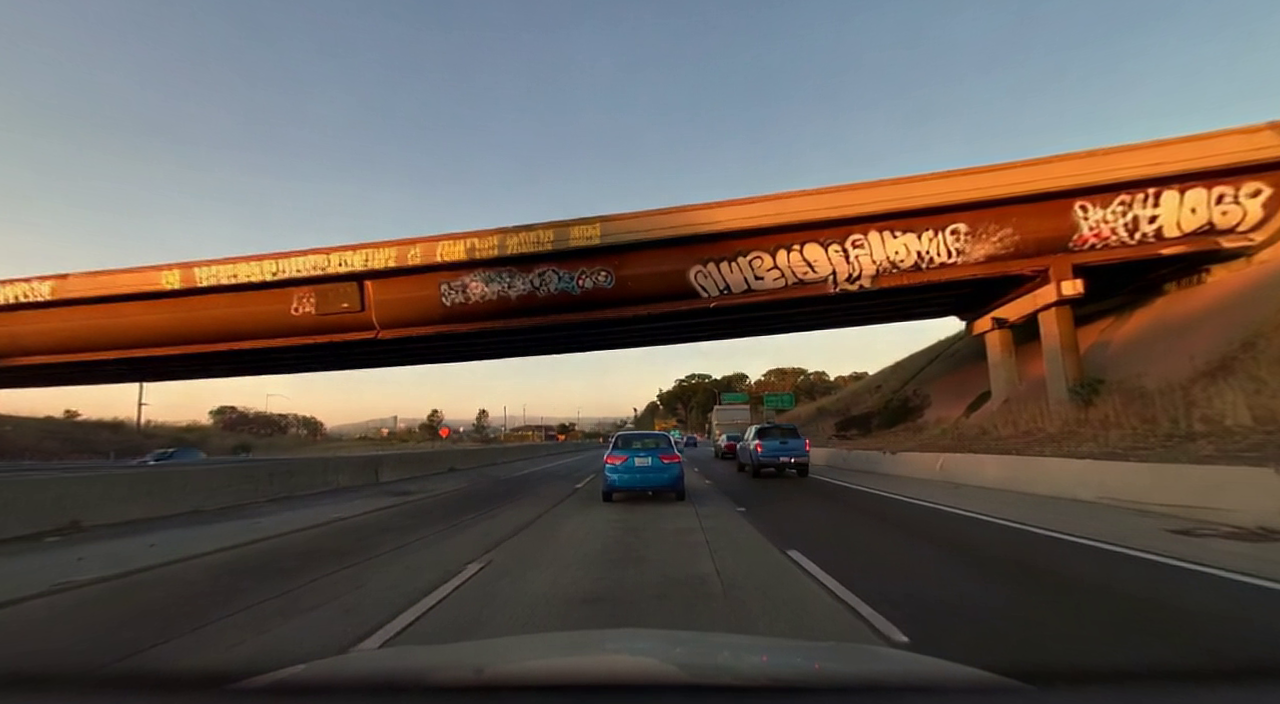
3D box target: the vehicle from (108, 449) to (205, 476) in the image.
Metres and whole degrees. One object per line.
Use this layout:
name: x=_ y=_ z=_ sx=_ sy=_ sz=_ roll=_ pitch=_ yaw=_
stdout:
vehicle: x=-34.158 y=7.802 z=44.792 sx=1.965 sy=1.698 sz=5.574 roll=-2 pitch=-8 yaw=7

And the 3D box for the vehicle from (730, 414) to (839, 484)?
vehicle: x=4.462 y=3.154 z=20.621 sx=2.311 sy=1.922 sz=5.977 roll=-1 pitch=-8 yaw=2

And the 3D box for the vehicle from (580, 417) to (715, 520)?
vehicle: x=0.156 y=2.199 z=12.307 sx=2.193 sy=1.651 sz=3.946 roll=-1 pitch=-8 yaw=1
